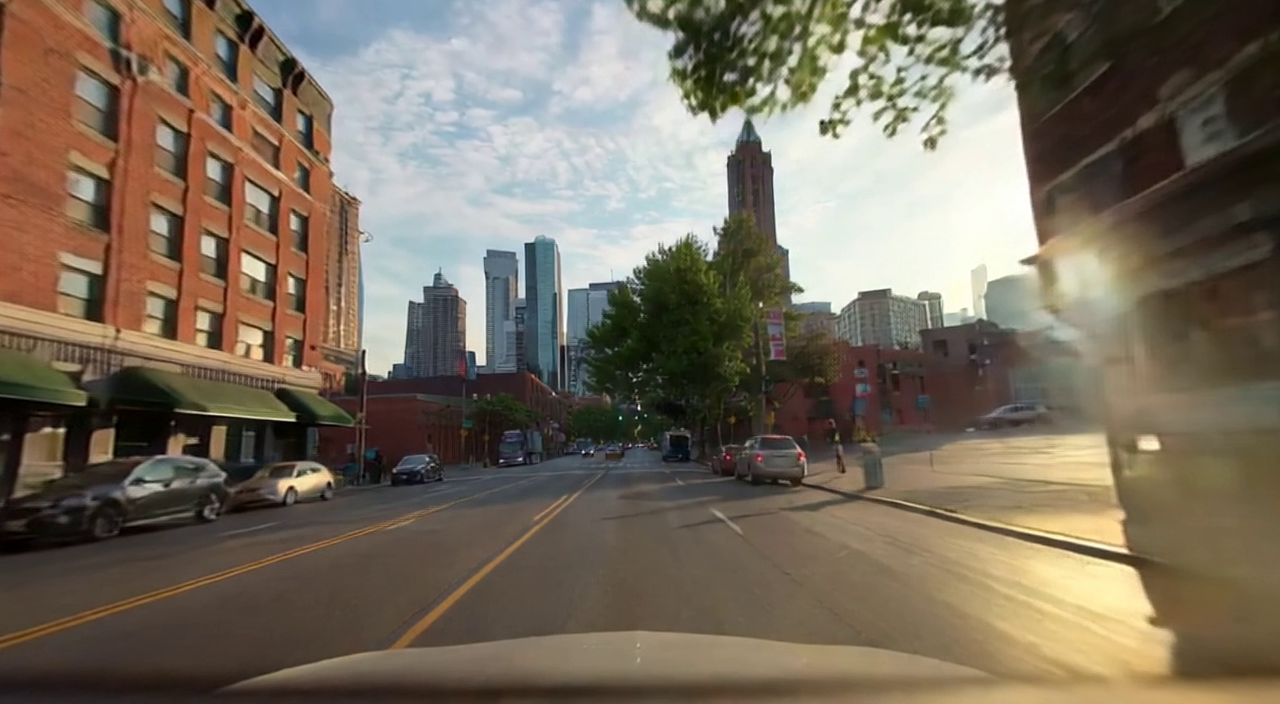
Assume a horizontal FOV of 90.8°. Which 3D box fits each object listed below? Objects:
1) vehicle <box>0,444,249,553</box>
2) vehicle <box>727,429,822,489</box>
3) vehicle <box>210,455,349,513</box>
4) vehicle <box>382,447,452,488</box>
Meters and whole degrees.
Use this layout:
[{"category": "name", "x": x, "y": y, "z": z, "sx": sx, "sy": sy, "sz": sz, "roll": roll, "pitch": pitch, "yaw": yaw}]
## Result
[{"category": "vehicle", "x": -11.294, "y": 3.030, "z": 13.985, "sx": 1.970, "sy": 1.828, "sz": 5.519, "roll": -3, "pitch": -8, "yaw": -2}, {"category": "vehicle", "x": 4.681, "y": 3.808, "z": 22.957, "sx": 2.237, "sy": 1.908, "sz": 5.320, "roll": 0, "pitch": -8, "yaw": -1}, {"category": "vehicle", "x": -11.340, "y": 4.151, "z": 20.300, "sx": 2.007, "sy": 1.511, "sz": 4.280, "roll": -4, "pitch": -9, "yaw": 0}, {"category": "vehicle", "x": -11.221, "y": 5.820, "z": 32.159, "sx": 2.039, "sy": 1.770, "sz": 4.445, "roll": -3, "pitch": -9, "yaw": -1}]
